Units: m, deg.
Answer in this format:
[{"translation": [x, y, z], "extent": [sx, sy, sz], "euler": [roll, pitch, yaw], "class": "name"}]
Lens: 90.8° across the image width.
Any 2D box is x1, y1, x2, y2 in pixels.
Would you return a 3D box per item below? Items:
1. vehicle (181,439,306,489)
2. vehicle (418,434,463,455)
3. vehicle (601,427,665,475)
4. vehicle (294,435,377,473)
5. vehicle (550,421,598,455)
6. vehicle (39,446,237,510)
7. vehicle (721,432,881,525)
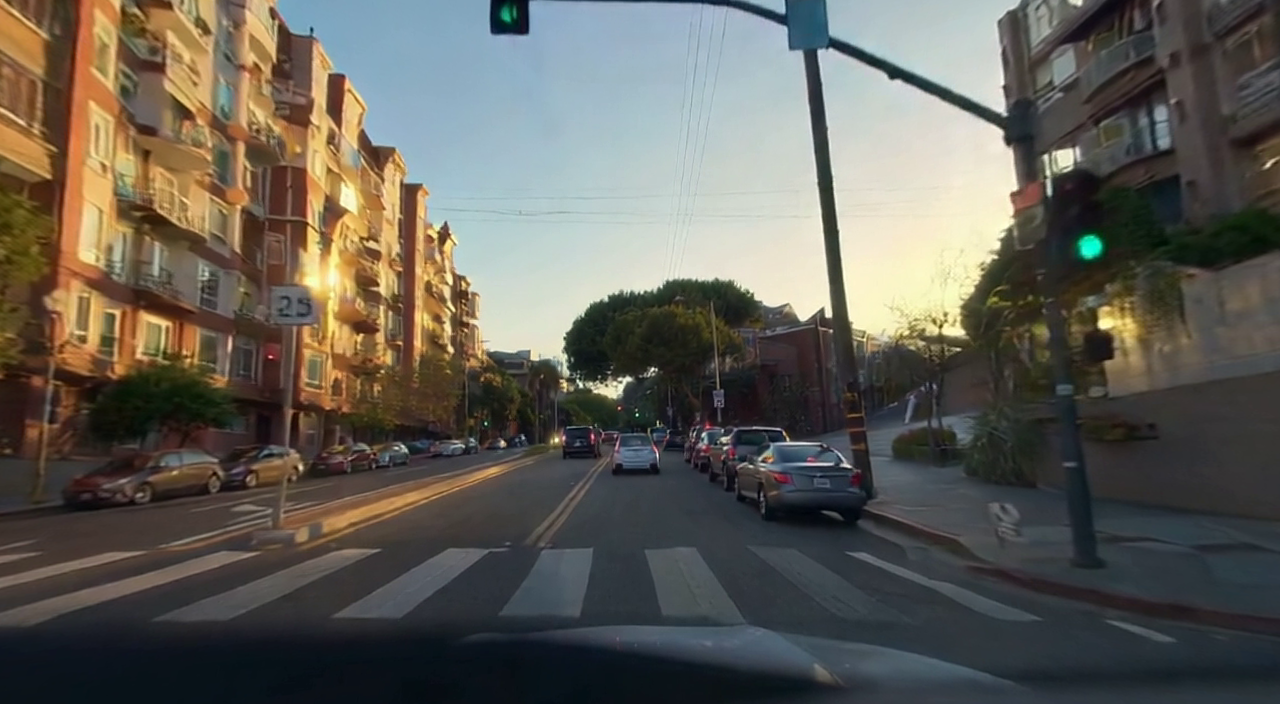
[{"translation": [-14.047, 3.935, 22.735], "extent": [1.805, 1.580, 4.477], "euler": [0, -8, -4], "class": "vehicle"}, {"translation": [-14.324, 6.664, 45.668], "extent": [1.907, 1.480, 4.498], "euler": [0, -8, -2], "class": "vehicle"}, {"translation": [-0.284, 3.404, 21.976], "extent": [2.026, 1.496, 3.701], "euler": [0, -8, -2], "class": "vehicle"}, {"translation": [-14.263, 4.760, 29.858], "extent": [1.887, 1.619, 4.208], "euler": [0, -8, -1], "class": "vehicle"}, {"translation": [-3.449, 4.583, 33.695], "extent": [2.065, 1.705, 4.353], "euler": [0, -8, 0], "class": "vehicle"}, {"translation": [-13.811, 3.443, 17.841], "extent": [1.863, 1.468, 4.565], "euler": [0, -8, 0], "class": "vehicle"}, {"translation": [2.870, 2.332, 12.420], "extent": [1.874, 1.468, 4.550], "euler": [0, -8, -1], "class": "vehicle"}]
